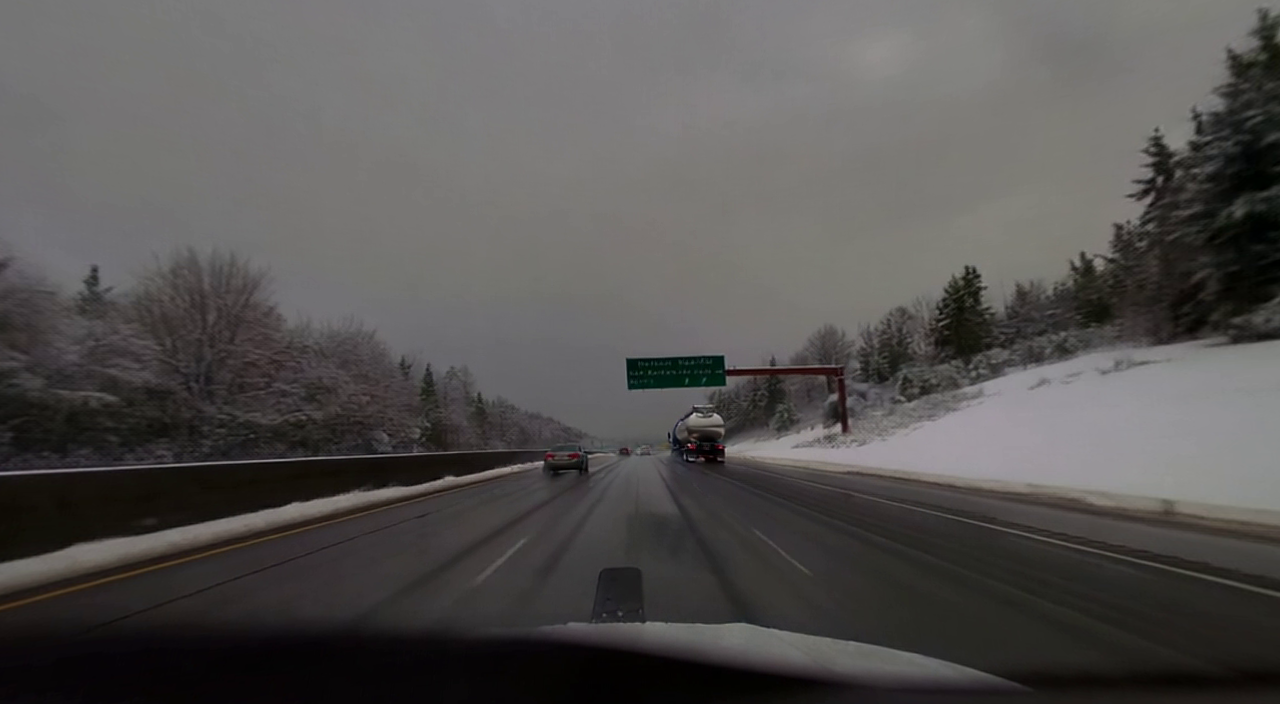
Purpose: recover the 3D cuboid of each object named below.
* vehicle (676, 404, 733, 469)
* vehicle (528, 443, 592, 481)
[{"bbox_3d":[4.047,5.659,41.717,2.759,3.734,9.708,0,-9,0],"label":"vehicle"},{"bbox_3d":[-3.263,4.594,26.655,1.986,1.458,4.506,0,-9,1],"label":"vehicle"}]
